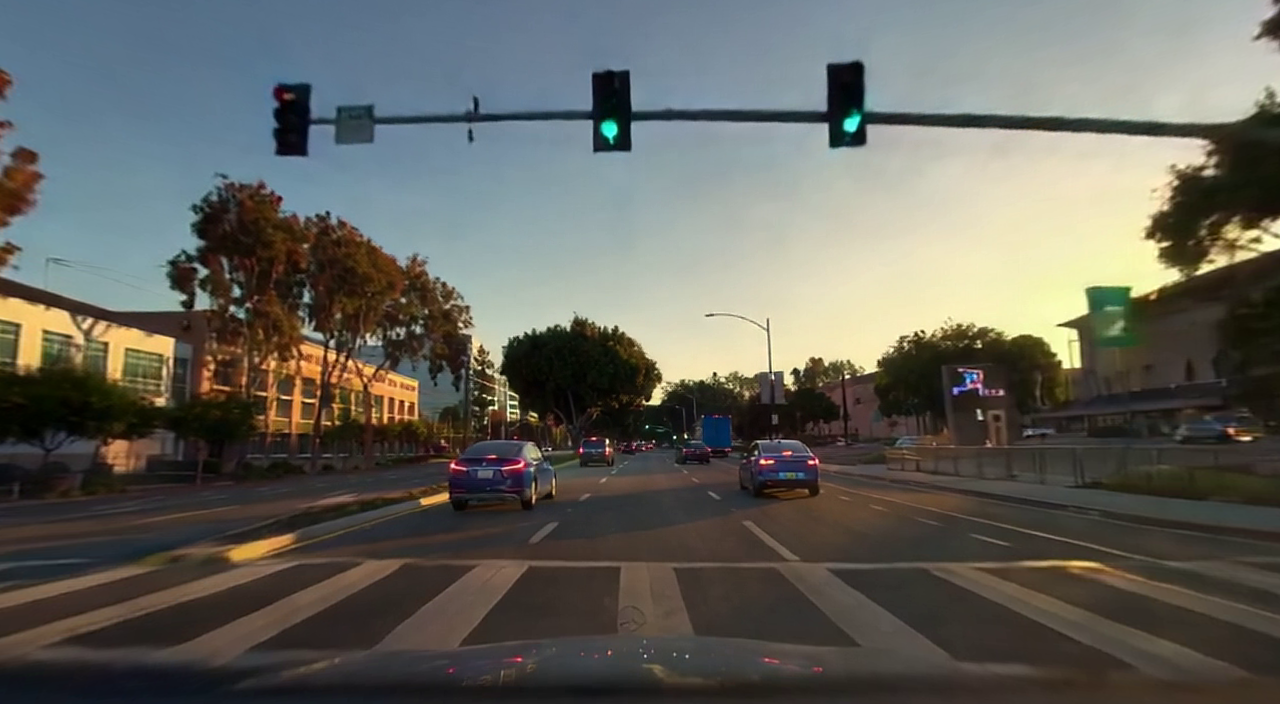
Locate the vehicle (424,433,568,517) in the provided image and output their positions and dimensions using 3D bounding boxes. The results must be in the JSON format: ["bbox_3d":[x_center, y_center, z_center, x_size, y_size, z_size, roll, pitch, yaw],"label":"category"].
[{"bbox_3d":[-2.908,2.594,13.840,2.003,1.509,4.396,-1,-8,2],"label":"vehicle"}]

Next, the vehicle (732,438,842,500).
[{"bbox_3d":[3.805,3.099,17.123,1.972,1.452,4.189,0,-8,0],"label":"vehicle"}]

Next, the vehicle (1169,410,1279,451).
[{"bbox_3d":[40.247,5.485,43.385,2.787,2.561,5.416,-1,-9,1],"label":"vehicle"}]

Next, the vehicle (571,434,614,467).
[{"bbox_3d":[-2.714,5.761,36.998,2.137,1.796,4.304,0,-8,1],"label":"vehicle"}]

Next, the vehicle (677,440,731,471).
[{"bbox_3d":[3.186,5.299,32.397,2.020,1.461,4.326,0,-8,-4],"label":"vehicle"}]
